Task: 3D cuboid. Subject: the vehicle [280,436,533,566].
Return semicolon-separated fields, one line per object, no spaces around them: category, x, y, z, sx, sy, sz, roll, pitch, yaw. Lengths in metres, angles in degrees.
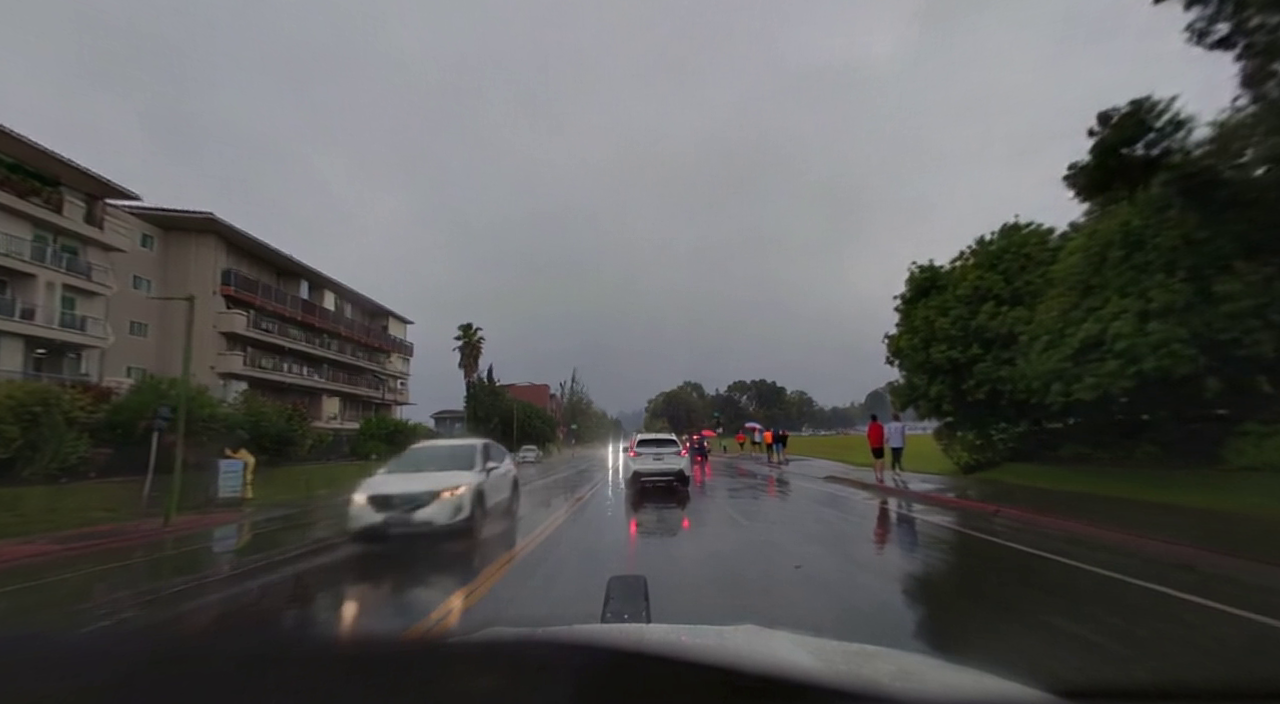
vehicle;-3.040;2.032;9.372;2.104;1.455;4.199;-1;-9;1

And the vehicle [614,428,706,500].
vehicle;0.457;2.908;16.690;2.132;1.632;3.838;0;-9;0
